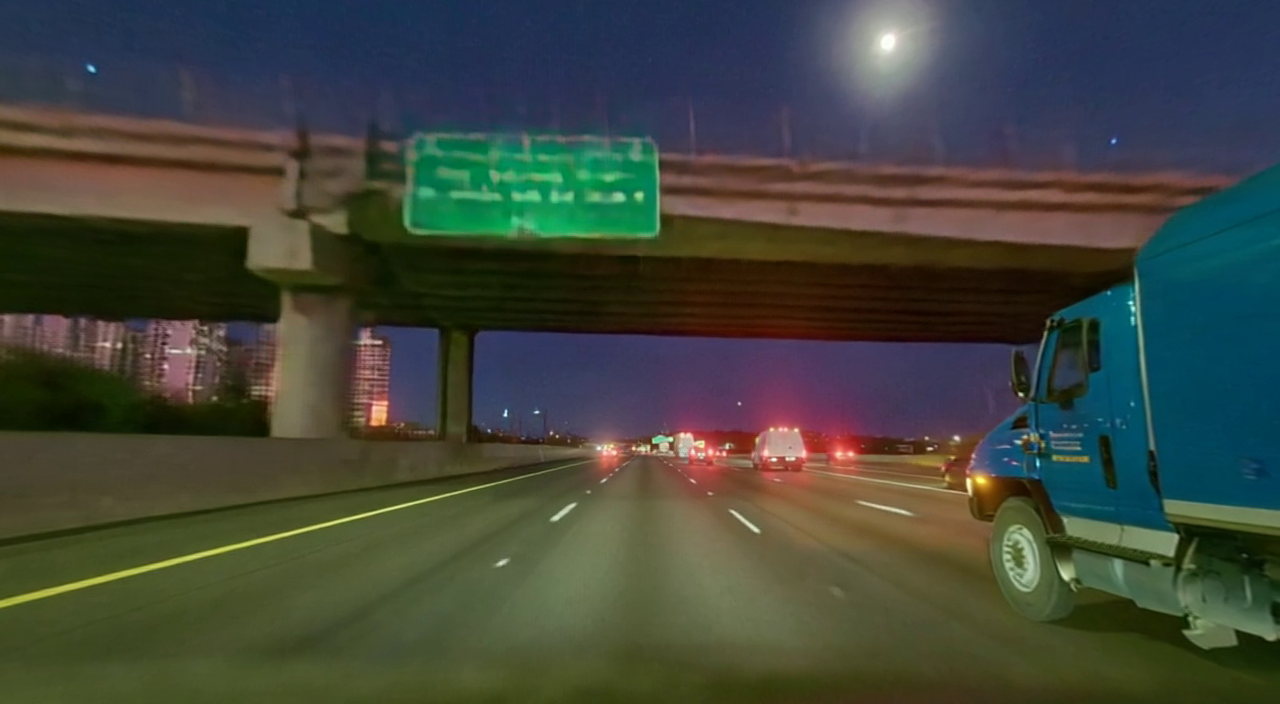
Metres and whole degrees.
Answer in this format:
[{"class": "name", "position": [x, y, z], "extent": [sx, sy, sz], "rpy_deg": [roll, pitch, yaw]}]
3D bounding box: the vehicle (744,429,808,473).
[{"class": "vehicle", "position": [7.491, 5.522, 35.318], "extent": [2.301, 2.203, 5.419], "rpy_deg": [0, -8, -1]}]

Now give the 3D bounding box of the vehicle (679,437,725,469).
[{"class": "vehicle", "position": [4.053, 6.727, 42.349], "extent": [2.464, 1.961, 5.520], "rpy_deg": [0, -8, -1]}]

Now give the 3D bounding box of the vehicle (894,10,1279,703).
[{"class": "vehicle", "position": [3.321, 0.174, 1.457], "extent": [2.436, 2.745, 7.034], "rpy_deg": [0, -8, -1]}]
